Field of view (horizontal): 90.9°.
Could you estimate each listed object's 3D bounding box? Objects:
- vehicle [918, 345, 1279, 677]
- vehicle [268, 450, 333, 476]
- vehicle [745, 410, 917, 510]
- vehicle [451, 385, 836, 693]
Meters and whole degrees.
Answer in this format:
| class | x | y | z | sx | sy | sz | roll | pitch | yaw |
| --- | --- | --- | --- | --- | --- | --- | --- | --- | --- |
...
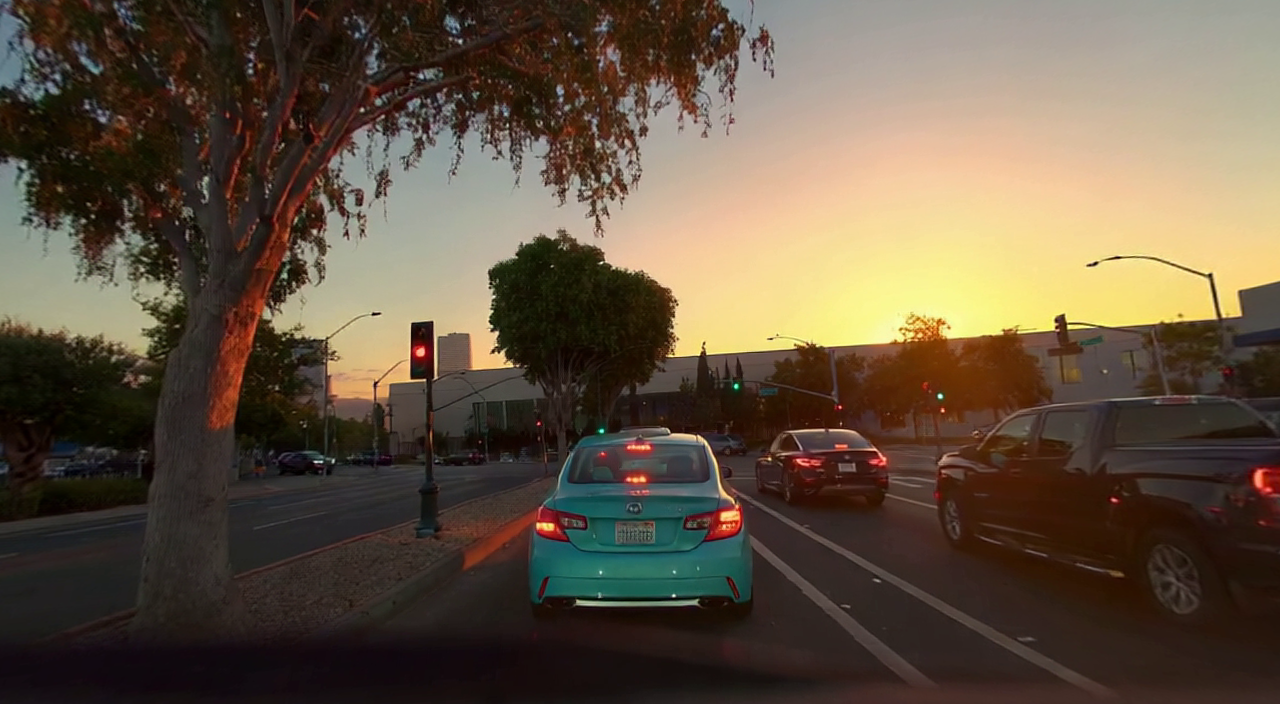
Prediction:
| class | x | y | z | sx | sy | sz | roll | pitch | yaw |
| --- | --- | --- | --- | --- | --- | --- | --- | --- | --- |
| vehicle | 4.522 | 1.170 | 5.518 | 2.019 | 1.803 | 4.634 | 0 | -8 | 0 |
| vehicle | -24.061 | 7.842 | 44.877 | 1.798 | 1.706 | 4.385 | -1 | -8 | 6 |
| vehicle | 4.222 | 2.534 | 15.274 | 2.319 | 1.930 | 5.651 | 0 | -8 | -1 |
| vehicle | -0.017 | 1.313 | 5.539 | 2.116 | 1.677 | 3.948 | 0 | -8 | -1 |
